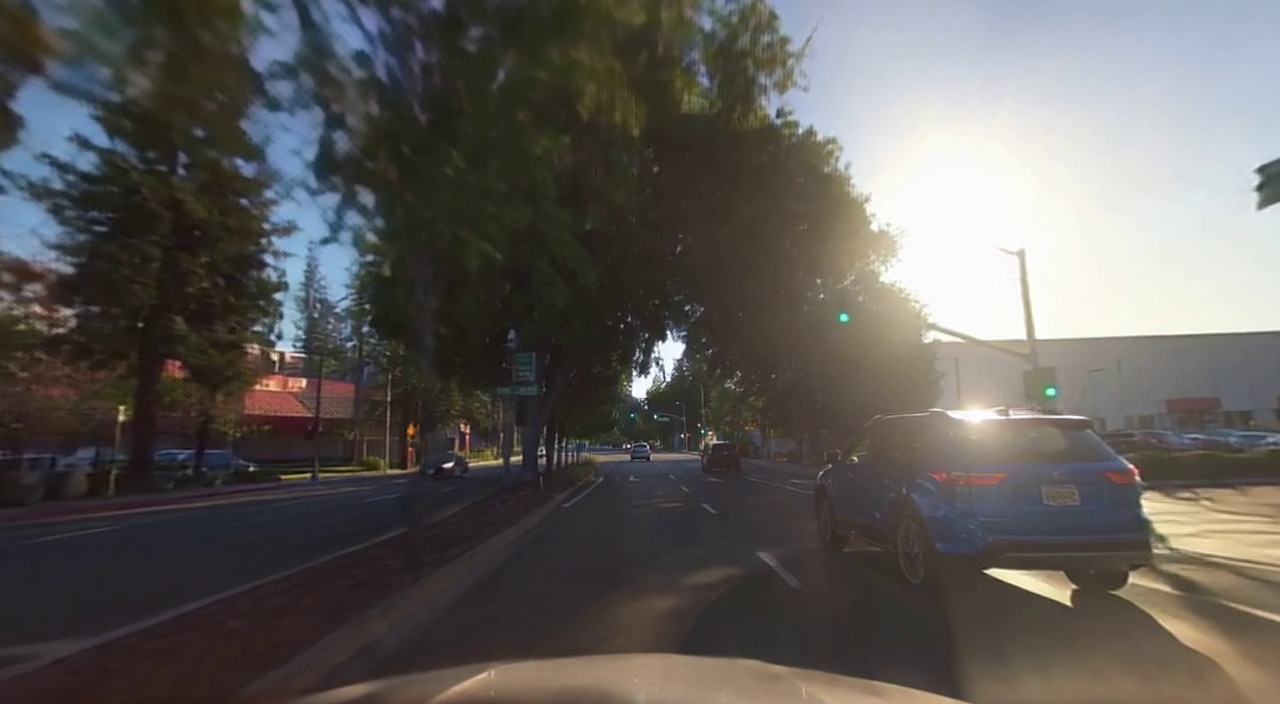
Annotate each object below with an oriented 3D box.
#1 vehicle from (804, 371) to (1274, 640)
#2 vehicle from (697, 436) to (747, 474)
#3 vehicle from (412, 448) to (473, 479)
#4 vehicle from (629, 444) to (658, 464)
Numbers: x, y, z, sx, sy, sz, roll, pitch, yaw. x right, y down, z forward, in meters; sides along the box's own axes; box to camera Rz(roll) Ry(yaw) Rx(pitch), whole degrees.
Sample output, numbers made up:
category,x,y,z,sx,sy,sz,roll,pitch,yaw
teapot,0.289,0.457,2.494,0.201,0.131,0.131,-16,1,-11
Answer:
category,x,y,z,sx,sy,sz,roll,pitch,yaw
vehicle,3.351,1.388,6.628,2.033,1.865,4.360,0,-9,0
vehicle,4.210,5.417,33.293,2.085,1.828,5.383,0,-9,2
vehicle,-10.236,5.795,32.955,1.932,1.483,4.246,0,-9,-2
vehicle,0.282,7.855,48.484,2.131,1.474,4.146,0,-9,0
